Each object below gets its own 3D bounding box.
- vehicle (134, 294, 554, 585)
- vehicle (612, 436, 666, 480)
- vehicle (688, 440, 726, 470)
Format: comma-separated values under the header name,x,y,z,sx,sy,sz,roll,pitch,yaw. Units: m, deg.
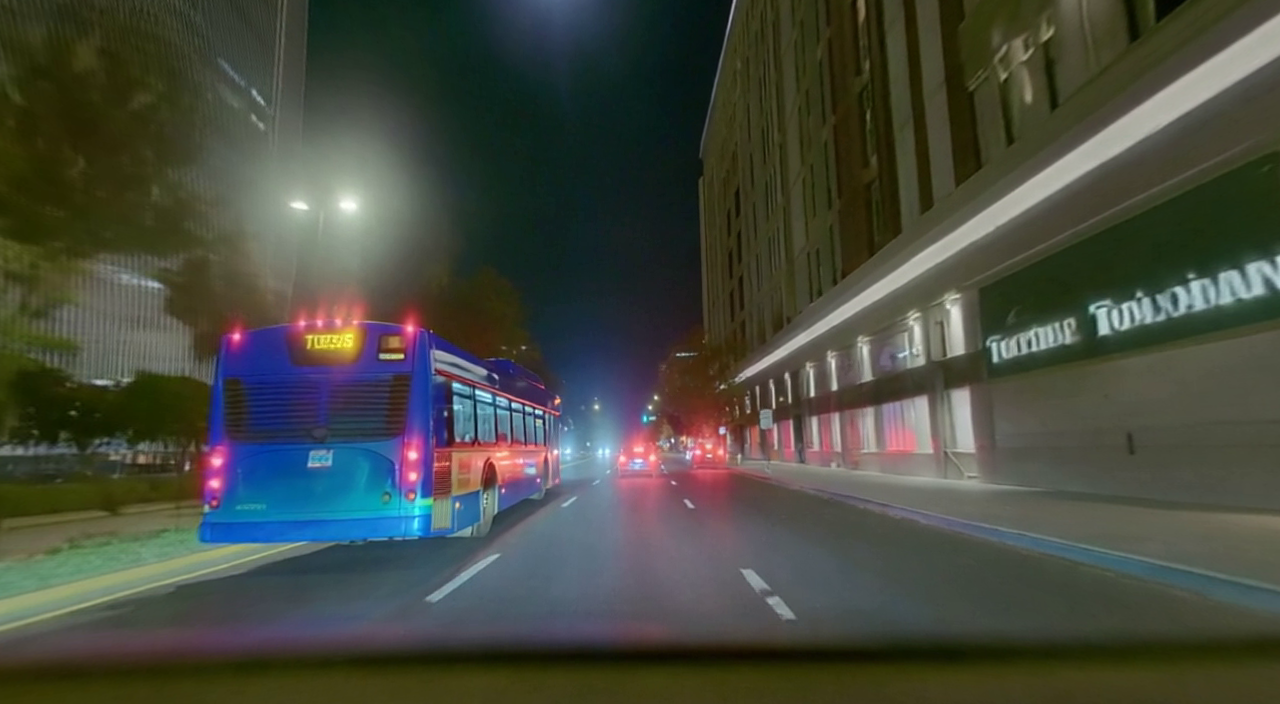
name,x,y,z,sx,sy,sz,roll,pitch,yaw
vehicle,-3.508,1.282,10.604,2.920,2.884,8.588,0,-6,0
vehicle,-0.025,4.468,26.833,2.120,1.727,3.917,-1,-8,1
vehicle,4.327,6.716,41.351,2.138,1.787,4.522,-1,-8,2
